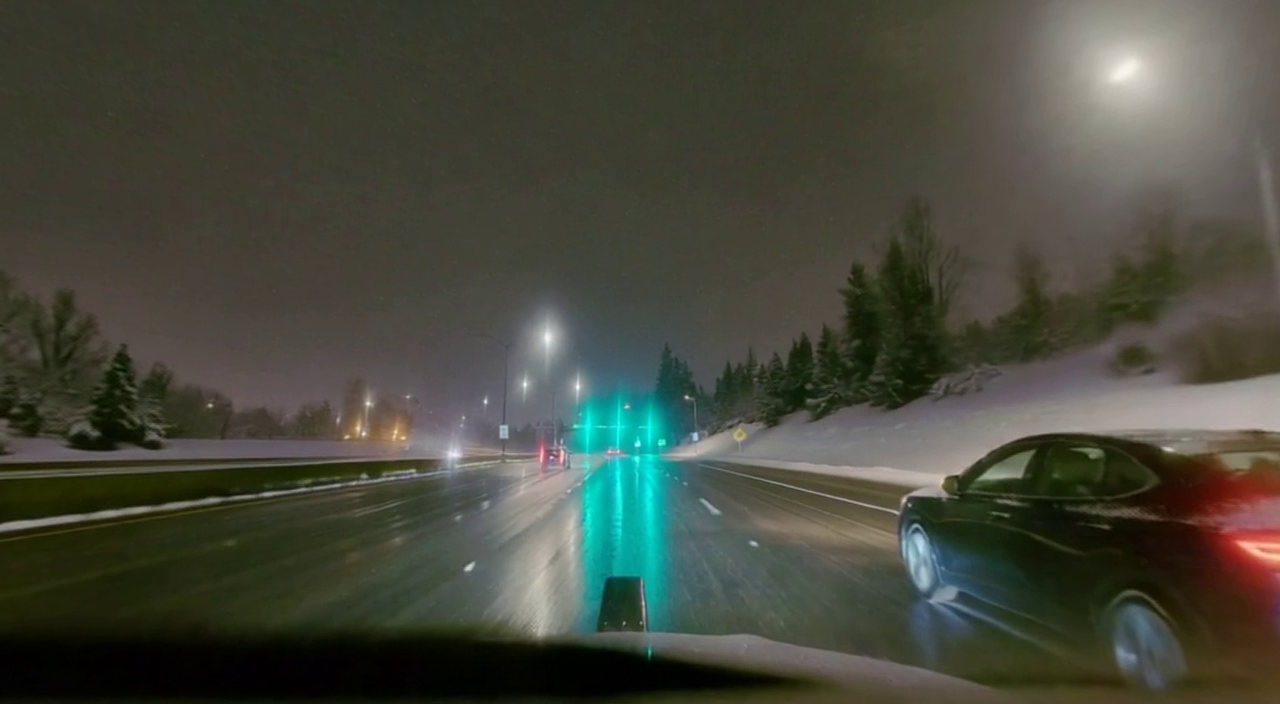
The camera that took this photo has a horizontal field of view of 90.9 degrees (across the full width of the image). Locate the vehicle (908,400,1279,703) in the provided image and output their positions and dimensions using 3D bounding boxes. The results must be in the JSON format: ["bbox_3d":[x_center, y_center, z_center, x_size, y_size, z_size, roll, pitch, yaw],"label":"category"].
[{"bbox_3d":[3.281,1.012,2.878,2.030,1.490,4.737,0,-8,0],"label":"vehicle"}]

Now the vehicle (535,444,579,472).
[{"bbox_3d":[-4.665,6.016,36.040,2.014,1.481,4.156,0,-8,-1],"label":"vehicle"}]
